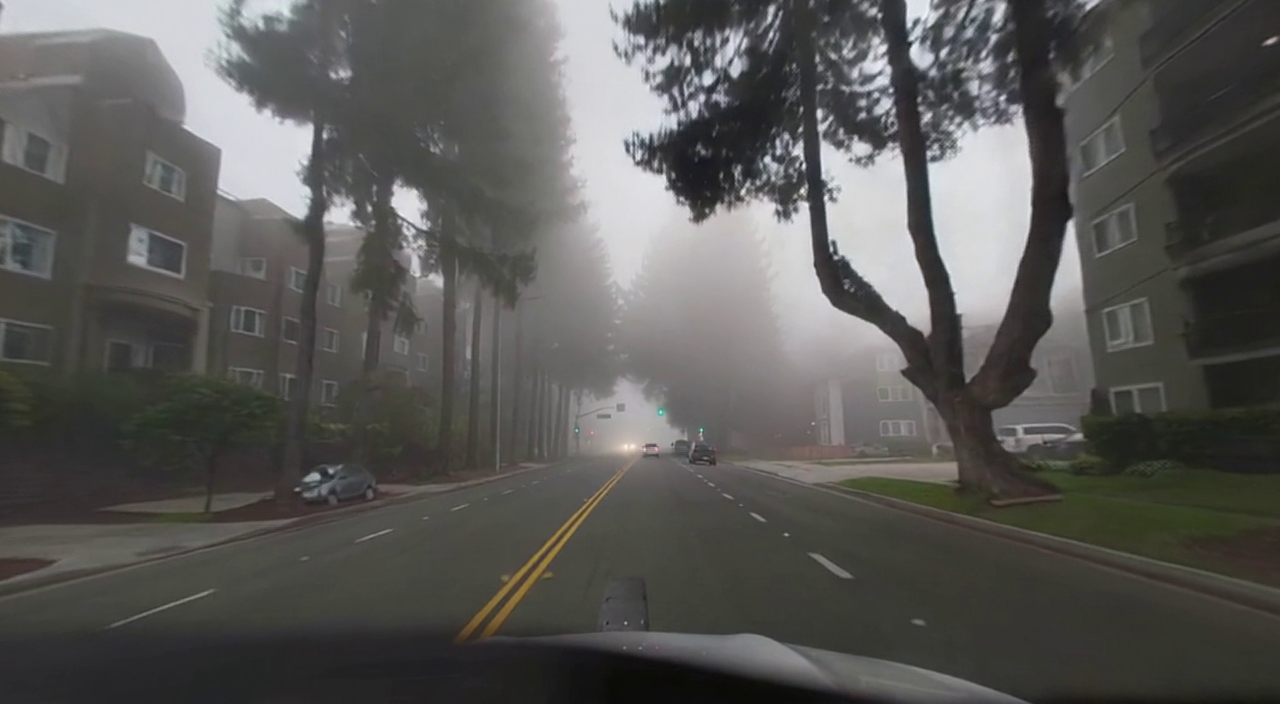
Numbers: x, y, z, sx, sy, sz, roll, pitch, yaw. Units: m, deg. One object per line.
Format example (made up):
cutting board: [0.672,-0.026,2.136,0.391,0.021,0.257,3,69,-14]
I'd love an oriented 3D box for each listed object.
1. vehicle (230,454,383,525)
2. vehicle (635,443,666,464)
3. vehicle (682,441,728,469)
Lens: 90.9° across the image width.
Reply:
vehicle: [-9.380,3.838,18.221,1.933,1.498,4.446,-4,-7,1]
vehicle: [0.730,7.415,46.144,2.097,1.463,4.043,-1,-9,0]
vehicle: [3.702,6.022,36.904,2.078,1.488,4.741,0,-9,-1]
